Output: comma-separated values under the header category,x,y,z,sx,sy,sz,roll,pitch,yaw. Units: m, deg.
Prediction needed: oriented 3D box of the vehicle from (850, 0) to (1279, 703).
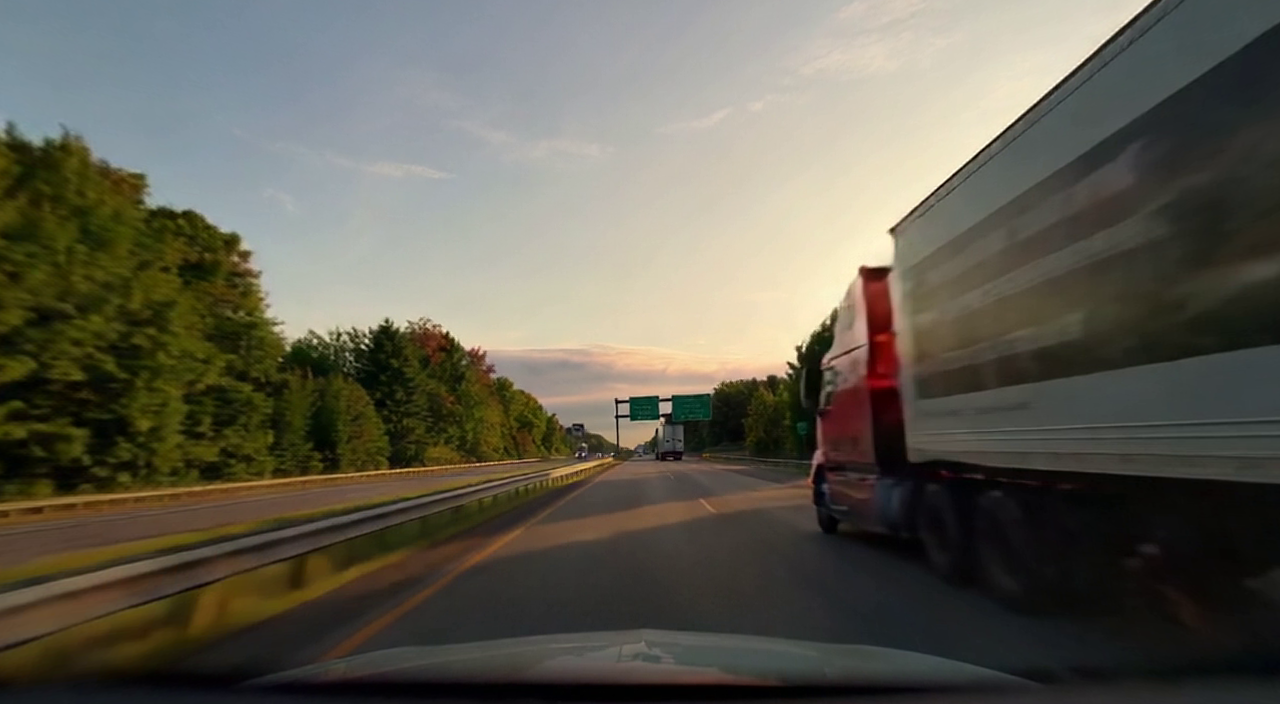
category,x,y,z,sx,sy,sz,roll,pitch,yaw
vehicle,4.207,-0.778,0.290,3.231,4.102,14.393,0,-9,0
